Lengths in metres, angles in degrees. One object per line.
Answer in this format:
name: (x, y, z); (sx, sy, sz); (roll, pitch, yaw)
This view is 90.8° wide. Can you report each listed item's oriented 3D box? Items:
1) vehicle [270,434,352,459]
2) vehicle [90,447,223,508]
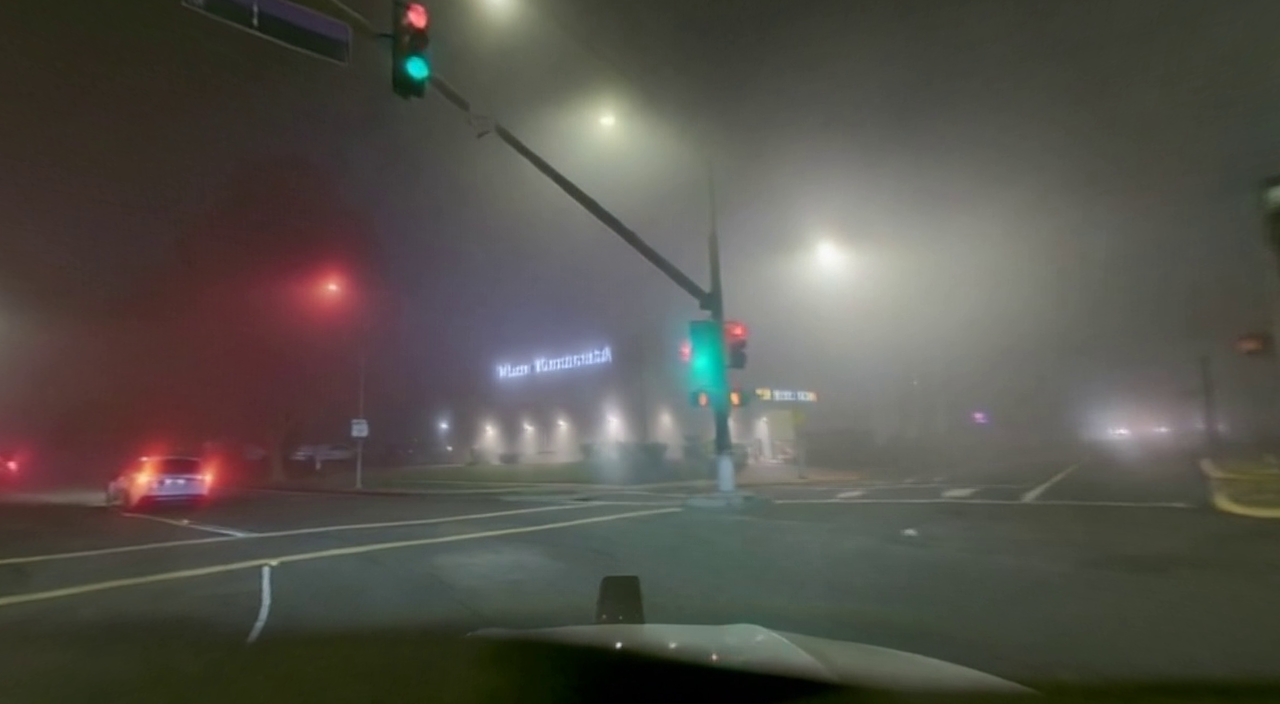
vehicle: (-24.208, 6.958, 46.684); (2.189, 1.737, 4.851); (-6, -9, 34)
vehicle: (-15.391, 3.876, 20.053); (4.312, 1.642, 2.197); (-6, -10, 37)
